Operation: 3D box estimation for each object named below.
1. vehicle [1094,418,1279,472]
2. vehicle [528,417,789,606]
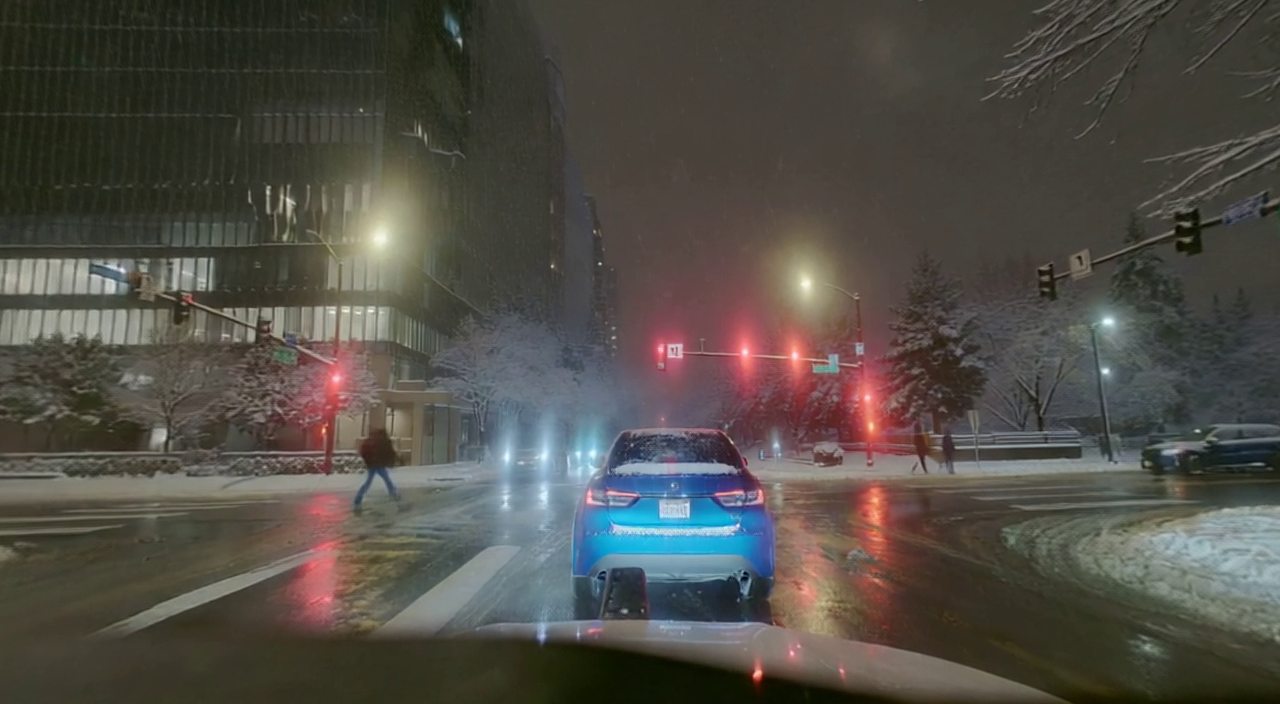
[{"bbox_3d":[19.129,3.265,22.222,4.675,1.772,1.945,0,-8,-1],"label":"vehicle"},{"bbox_3d":[-0.143,1.644,7.479,1.893,1.532,4.145,2,-9,-16],"label":"vehicle"}]
